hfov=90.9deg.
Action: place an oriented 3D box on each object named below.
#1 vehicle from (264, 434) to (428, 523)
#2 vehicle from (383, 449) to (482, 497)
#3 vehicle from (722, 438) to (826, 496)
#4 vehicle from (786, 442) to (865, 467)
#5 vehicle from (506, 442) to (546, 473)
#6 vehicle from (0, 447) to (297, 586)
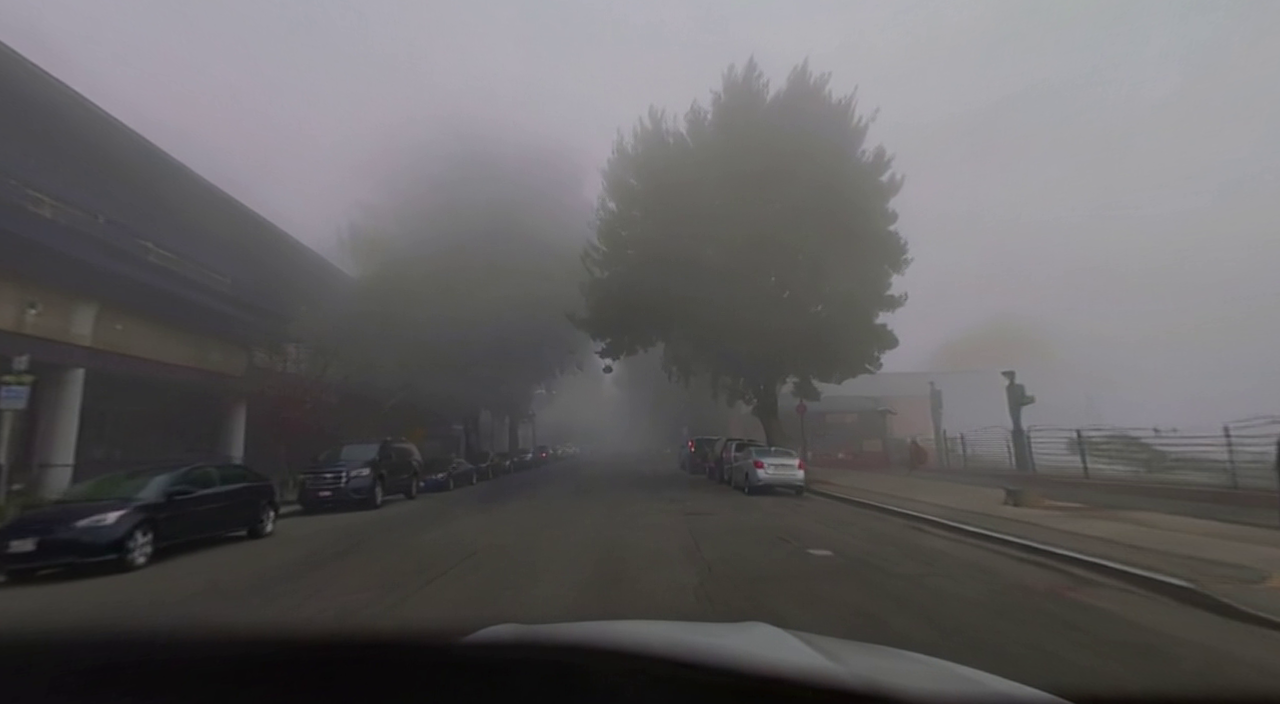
[{"bbox_3d":[-7.352,3.175,16.469,2.238,1.891,4.780,-1,-8,-4],"label":"vehicle"},{"bbox_3d":[-7.461,4.398,23.268,2.001,1.502,4.851,-1,-9,1],"label":"vehicle"},{"bbox_3d":[3.869,3.454,19.130,1.973,1.494,4.867,0,-10,-1],"label":"vehicle"},{"bbox_3d":[11.954,6.655,40.739,4.499,1.558,2.007,-6,-11,28],"label":"vehicle"},{"bbox_3d":[-7.718,7.262,43.070,1.996,1.770,5.518,-2,-12,-4],"label":"vehicle"},{"bbox_3d":[-7.247,2.236,9.443,1.917,1.487,4.659,-2,-9,-4],"label":"vehicle"}]
